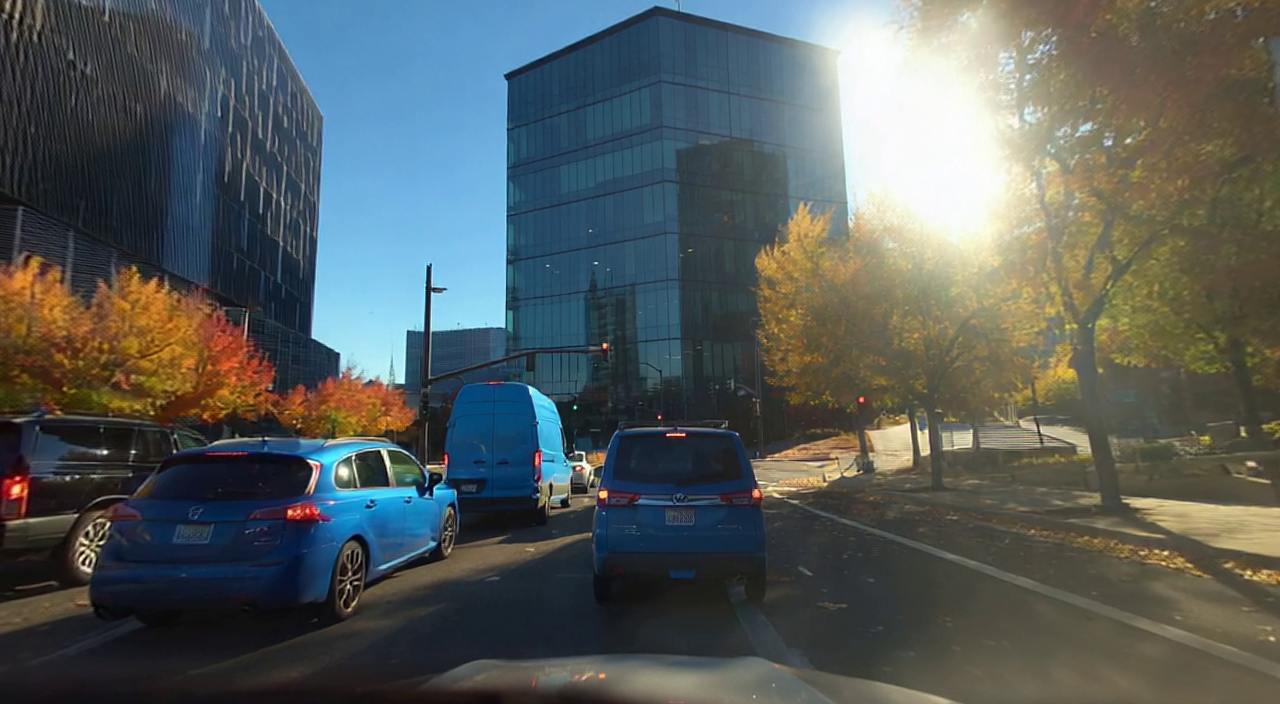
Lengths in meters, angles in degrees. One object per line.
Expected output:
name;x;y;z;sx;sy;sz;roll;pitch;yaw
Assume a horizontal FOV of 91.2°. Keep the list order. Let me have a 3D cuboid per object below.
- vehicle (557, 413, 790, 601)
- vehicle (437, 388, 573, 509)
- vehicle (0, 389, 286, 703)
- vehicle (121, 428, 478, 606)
vehicle;0.202;1.597;7.216;1.979;1.562;3.630;0;-9;-3
vehicle;-3.251;2.546;16.603;2.343;2.635;5.684;0;-9;0
vehicle;-2.899;0.814;1.522;1.893;1.491;3.798;0;-9;-1
vehicle;-3.485;1.756;7.569;1.955;1.499;4.223;0;-9;0
